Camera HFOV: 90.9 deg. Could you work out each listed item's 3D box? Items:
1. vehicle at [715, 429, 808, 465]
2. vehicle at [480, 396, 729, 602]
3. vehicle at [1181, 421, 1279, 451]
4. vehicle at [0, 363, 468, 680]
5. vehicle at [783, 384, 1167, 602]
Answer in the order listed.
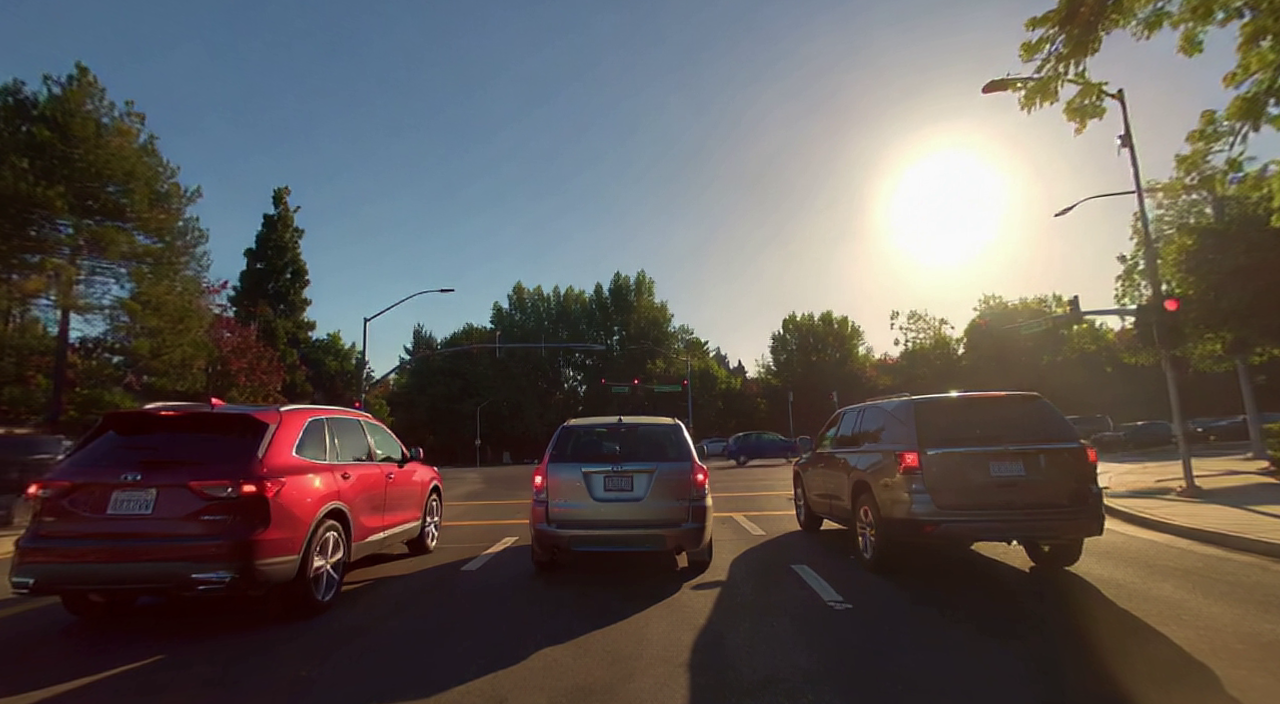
[{"bbox_3d":[6.656,5.223,34.737,4.535,1.872,1.975,-6,-10,34],"label":"vehicle"},{"bbox_3d":[-0.240,1.514,7.314,2.067,1.702,3.987,0,-8,2],"label":"vehicle"},{"bbox_3d":[32.774,4.656,34.777,4.175,1.634,1.877,1,-8,-4],"label":"vehicle"},{"bbox_3d":[-3.281,1.285,5.893,2.047,1.810,4.414,0,-8,1],"label":"vehicle"},{"bbox_3d":[3.266,1.488,7.507,2.083,1.779,4.532,0,-8,0],"label":"vehicle"}]
